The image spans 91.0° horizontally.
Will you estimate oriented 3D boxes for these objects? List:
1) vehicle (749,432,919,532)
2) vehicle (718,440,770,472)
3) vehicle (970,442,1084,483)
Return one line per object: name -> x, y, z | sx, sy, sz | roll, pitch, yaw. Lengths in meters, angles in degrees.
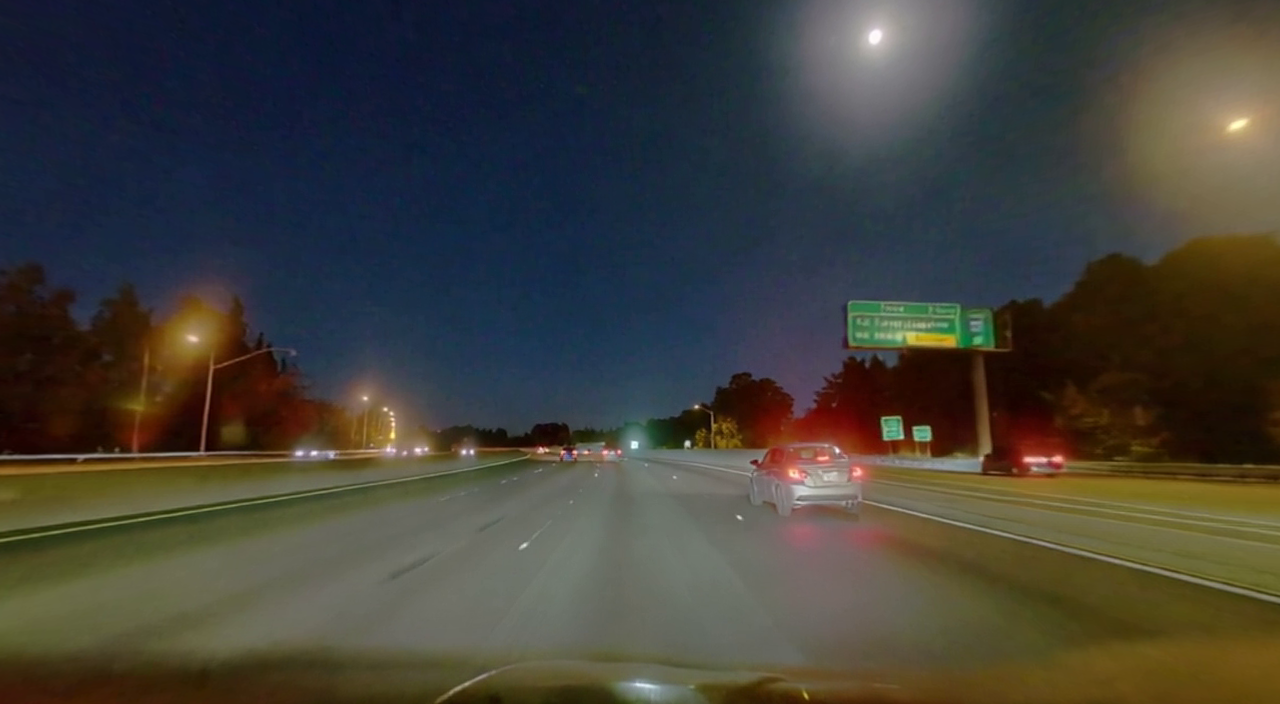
vehicle -> 3.411, 2.360, 11.942 | 1.975, 1.562, 3.823 | 0, -9, 0
vehicle -> 6.224, 6.287, 38.378 | 2.167, 1.793, 4.683 | 0, -9, -3
vehicle -> 15.454, 4.423, 25.491 | 1.878, 1.486, 4.636 | -1, -9, 4
